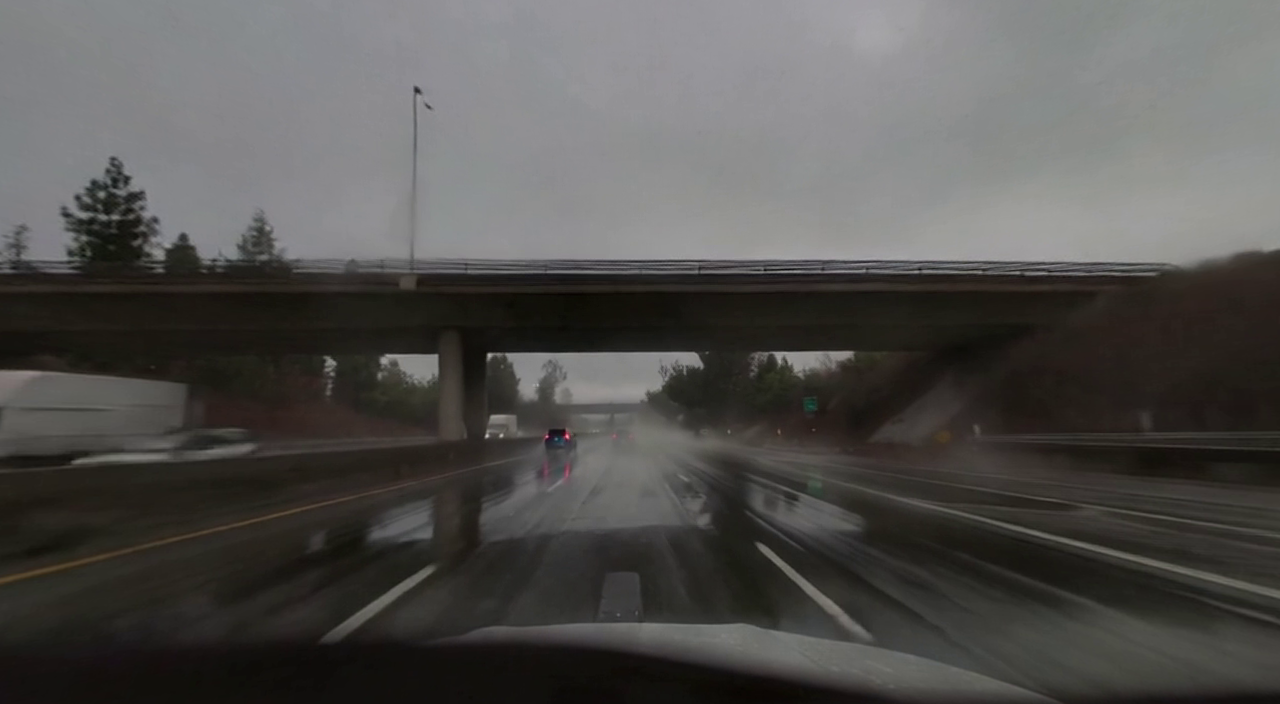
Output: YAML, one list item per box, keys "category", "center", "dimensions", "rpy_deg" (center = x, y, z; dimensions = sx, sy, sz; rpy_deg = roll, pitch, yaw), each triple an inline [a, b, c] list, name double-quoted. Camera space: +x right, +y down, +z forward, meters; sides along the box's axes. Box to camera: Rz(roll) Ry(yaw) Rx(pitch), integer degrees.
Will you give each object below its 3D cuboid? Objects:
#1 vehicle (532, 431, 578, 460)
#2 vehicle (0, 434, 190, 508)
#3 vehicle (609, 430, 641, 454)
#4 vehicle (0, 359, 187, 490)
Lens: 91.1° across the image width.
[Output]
- category: "vehicle"
  center: [-4.792, 5.342, 36.209]
  dimensions: [2.017, 1.537, 4.496]
  rpy_deg: [0, -8, 0]
- category: "vehicle"
  center: [-12.843, 2.656, 14.612]
  dimensions: [1.875, 1.479, 3.819]
  rpy_deg: [0, -8, 0]
- category: "vehicle"
  center: [-1.018, 6.302, 44.170]
  dimensions: [2.116, 1.625, 4.004]
  rpy_deg: [0, -8, 0]
- category: "vehicle"
  center: [-20.496, 2.531, 21.447]
  dimensions: [2.968, 3.835, 9.465]
  rpy_deg: [0, -8, 0]
